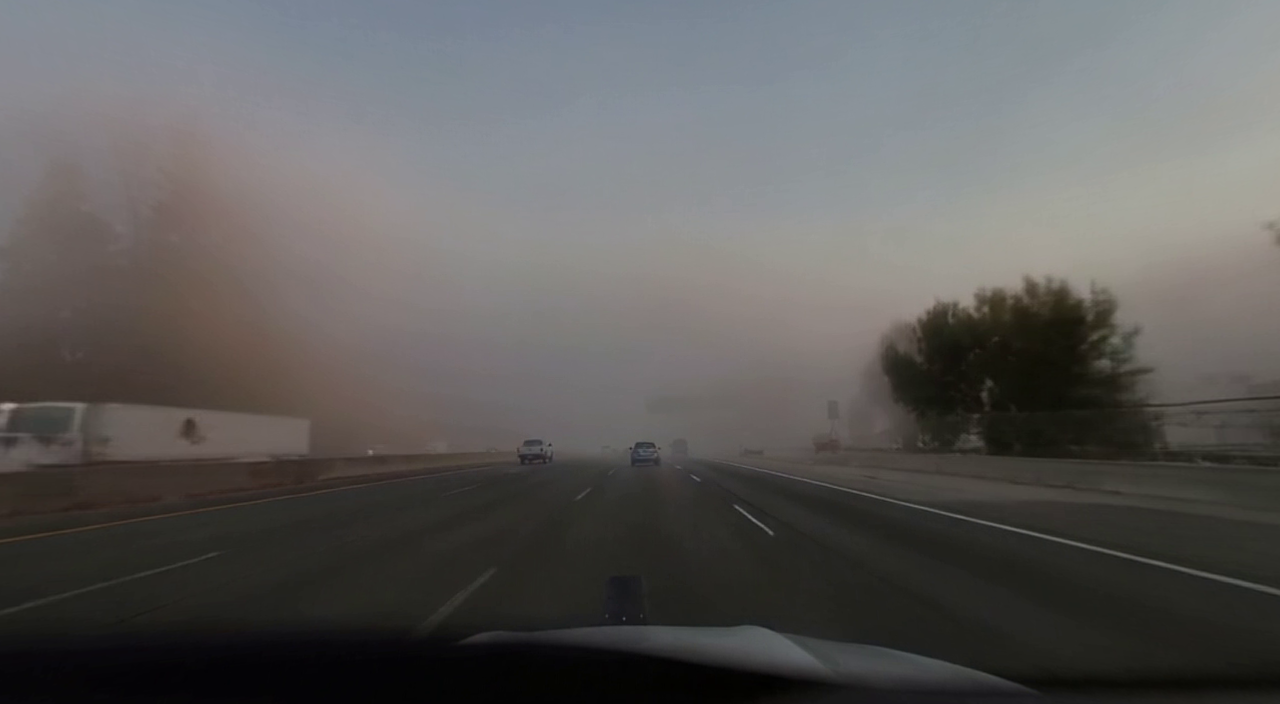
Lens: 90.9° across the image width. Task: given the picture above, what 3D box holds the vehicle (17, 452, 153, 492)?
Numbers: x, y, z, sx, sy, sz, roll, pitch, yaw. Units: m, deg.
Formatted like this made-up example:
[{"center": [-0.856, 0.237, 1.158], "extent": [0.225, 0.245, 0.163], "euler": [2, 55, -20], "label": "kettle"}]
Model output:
[{"center": [-23.277, 5.025, 26.722], "extent": [1.842, 1.450, 4.301], "euler": [0, -8, 0], "label": "vehicle"}]

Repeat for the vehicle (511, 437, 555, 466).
[{"center": [-7.208, 6.747, 42.951], "extent": [2.093, 1.789, 4.399], "euler": [0, -8, 1], "label": "vehicle"}]

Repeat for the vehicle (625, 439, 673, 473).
[{"center": [0.398, 4.947, 30.115], "extent": [2.112, 1.482, 4.082], "euler": [0, -8, 0], "label": "vehicle"}]
